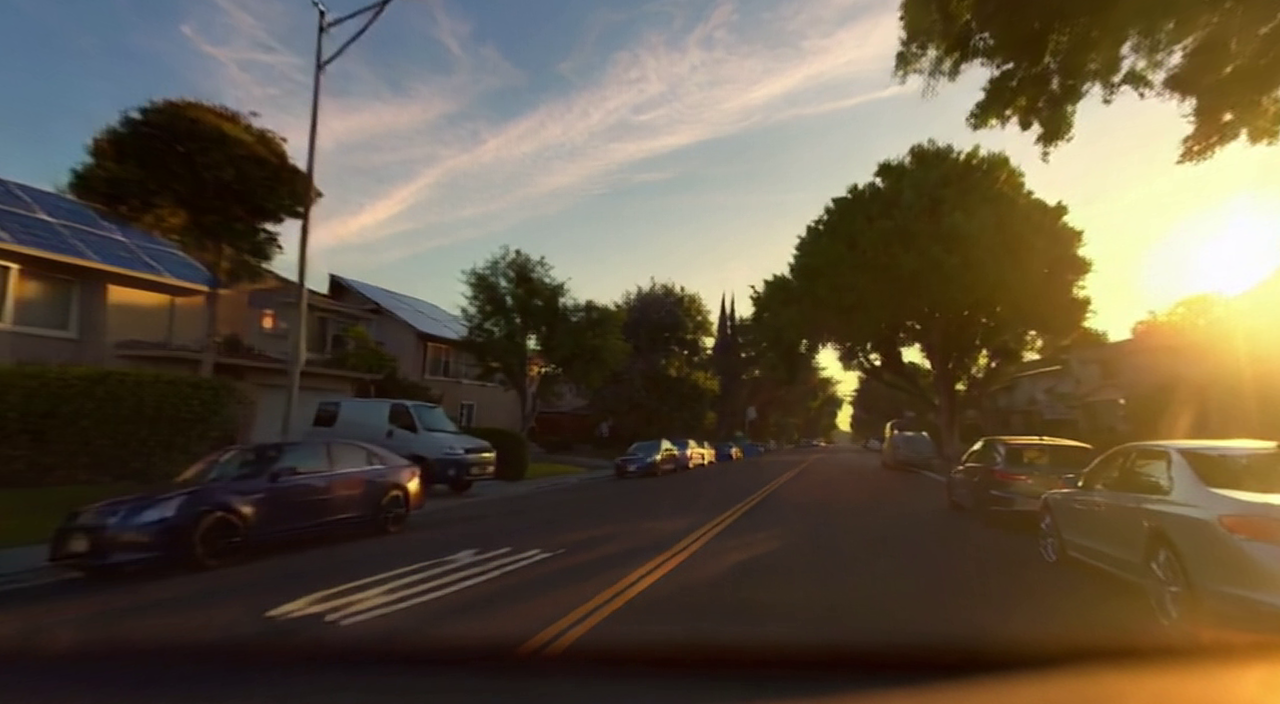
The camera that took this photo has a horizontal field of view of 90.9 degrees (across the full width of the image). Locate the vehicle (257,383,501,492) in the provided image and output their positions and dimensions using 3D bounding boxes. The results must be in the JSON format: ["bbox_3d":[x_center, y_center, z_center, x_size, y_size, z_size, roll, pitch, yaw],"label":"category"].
[{"bbox_3d":[-6.408,2.115,15.675,5.210,2.370,2.336,-2,-8,17],"label":"vehicle"}]

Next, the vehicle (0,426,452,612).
[{"bbox_3d":[-4.438,1.670,7.533,1.848,1.406,4.601,-5,-7,18],"label":"vehicle"}]

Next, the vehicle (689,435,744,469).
[{"bbox_3d":[4.032,5.231,32.703,1.818,1.563,4.483,-6,-11,18],"label":"vehicle"}]

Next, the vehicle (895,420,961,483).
[{"bbox_3d":[12.718,4.369,28.114,2.215,2.542,4.550,-2,-8,20],"label":"vehicle"}]

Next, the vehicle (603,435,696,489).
[{"bbox_3d":[0.471,3.786,22.215,1.901,1.472,4.676,-7,-8,17],"label":"vehicle"}]

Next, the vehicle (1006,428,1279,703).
[{"bbox_3d":[4.555,1.354,4.884,1.969,1.478,4.632,-3,-8,18],"label":"vehicle"}]
